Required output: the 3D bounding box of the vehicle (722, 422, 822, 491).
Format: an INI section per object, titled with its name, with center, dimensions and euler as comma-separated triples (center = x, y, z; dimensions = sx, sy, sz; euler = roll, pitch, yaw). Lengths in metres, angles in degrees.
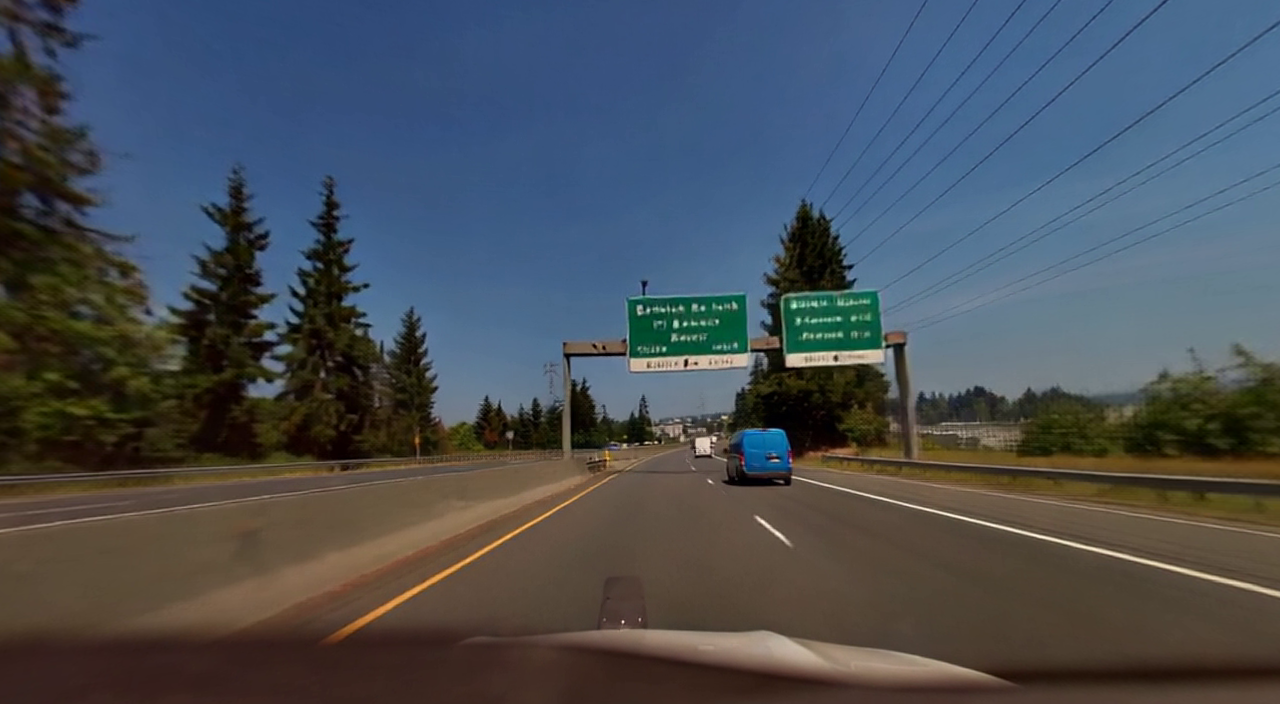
[vehicle]
center = 4.148, 3.428, 20.795
dimensions = 2.261, 1.969, 5.104
euler = 0, -9, 1
